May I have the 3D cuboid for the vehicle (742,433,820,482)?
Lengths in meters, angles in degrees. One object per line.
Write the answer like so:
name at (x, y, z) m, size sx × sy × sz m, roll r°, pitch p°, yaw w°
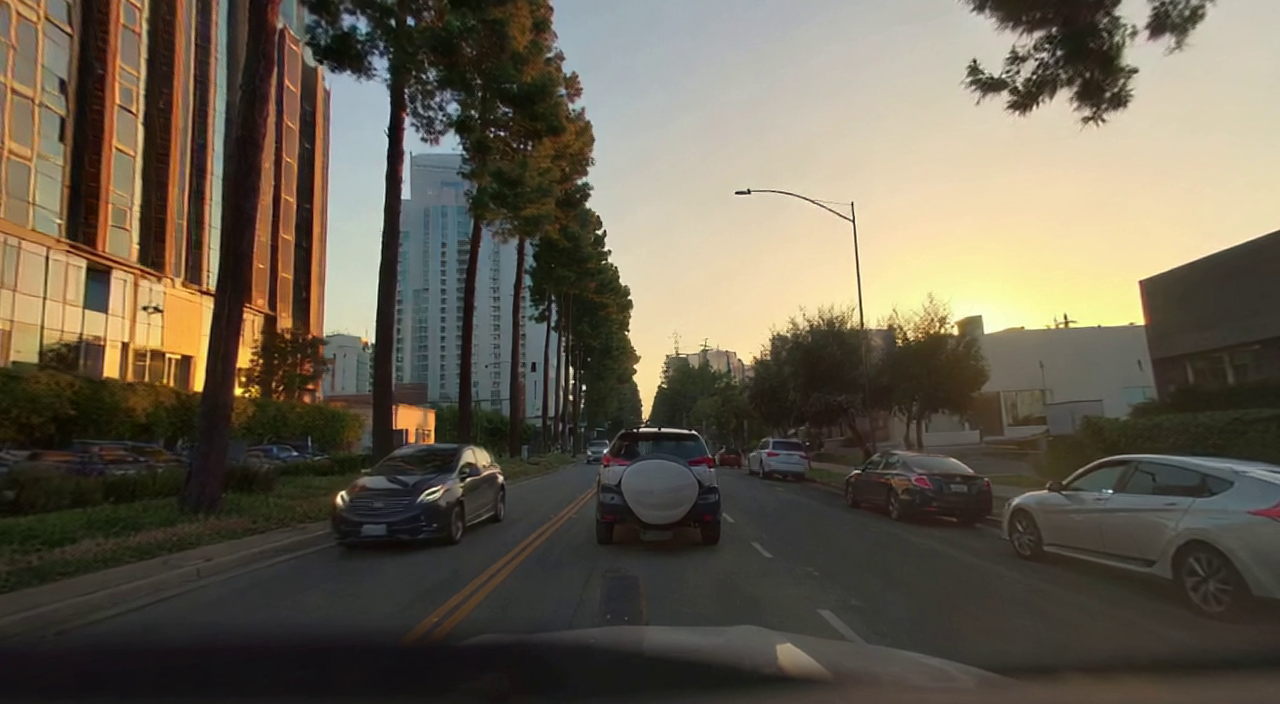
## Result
vehicle at (5.649, 4.289, 25.854) m, size 2.059 × 1.813 × 4.637 m, roll 0°, pitch -9°, yaw -1°

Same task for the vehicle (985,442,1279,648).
vehicle at (5.544, 1.623, 6.076) m, size 1.809 × 1.478 × 4.623 m, roll 0°, pitch -9°, yaw 0°

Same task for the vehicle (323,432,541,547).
vehicle at (-3.182, 2.203, 10.850) m, size 2.090 × 1.532 × 4.529 m, roll 0°, pitch -9°, yaw 2°

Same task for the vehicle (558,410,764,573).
vehicle at (0.221, 1.727, 8.488) m, size 2.105 × 1.653 × 3.887 m, roll 0°, pitch -9°, yaw 0°

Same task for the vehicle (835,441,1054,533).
vehicle at (5.672, 2.542, 12.619) m, size 1.852 × 1.452 × 4.852 m, roll 0°, pitch -9°, yaw -1°
